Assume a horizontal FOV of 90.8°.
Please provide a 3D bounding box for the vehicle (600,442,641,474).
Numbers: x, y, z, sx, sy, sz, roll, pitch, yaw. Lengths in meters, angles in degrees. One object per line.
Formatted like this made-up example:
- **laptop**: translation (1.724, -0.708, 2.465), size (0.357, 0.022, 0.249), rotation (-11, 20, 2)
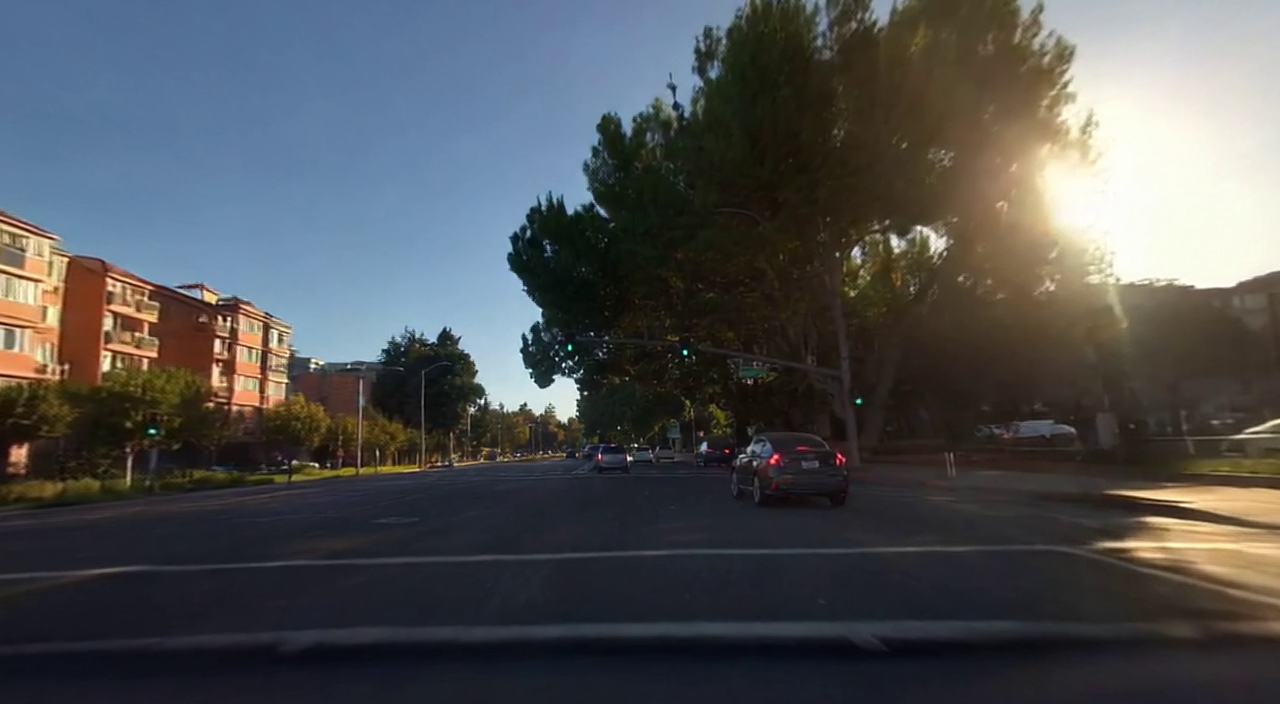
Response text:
- **vehicle**: translation (-1.092, 5.783, 34.642), size (2.101, 1.641, 4.341), rotation (0, -9, -2)

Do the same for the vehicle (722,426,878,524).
- **vehicle**: translation (3.082, 2.491, 13.367), size (1.893, 1.664, 4.670), rotation (0, -9, -2)
